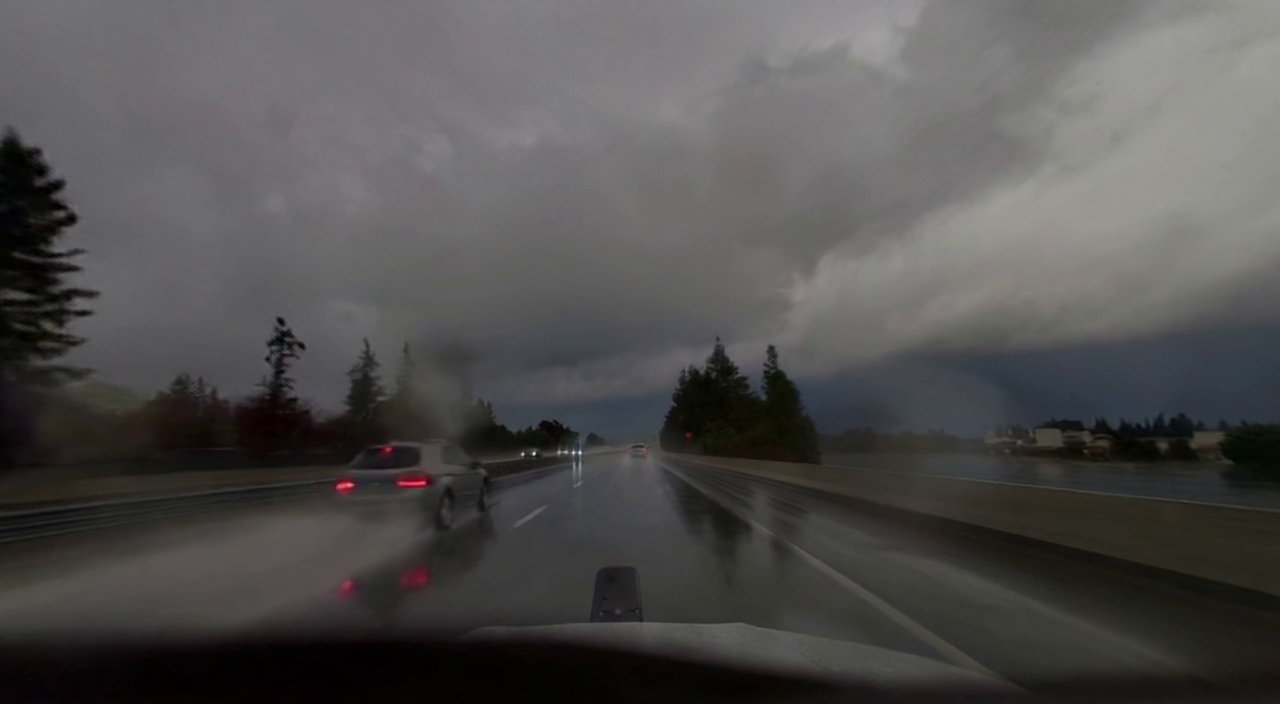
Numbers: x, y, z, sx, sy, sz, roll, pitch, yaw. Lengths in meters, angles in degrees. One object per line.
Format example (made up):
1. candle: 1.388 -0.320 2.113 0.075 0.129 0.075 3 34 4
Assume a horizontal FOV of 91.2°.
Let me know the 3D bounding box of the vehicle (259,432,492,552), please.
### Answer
1. vehicle: -4.135 2.258 10.897 1.958 1.587 4.801 0 -9 0
